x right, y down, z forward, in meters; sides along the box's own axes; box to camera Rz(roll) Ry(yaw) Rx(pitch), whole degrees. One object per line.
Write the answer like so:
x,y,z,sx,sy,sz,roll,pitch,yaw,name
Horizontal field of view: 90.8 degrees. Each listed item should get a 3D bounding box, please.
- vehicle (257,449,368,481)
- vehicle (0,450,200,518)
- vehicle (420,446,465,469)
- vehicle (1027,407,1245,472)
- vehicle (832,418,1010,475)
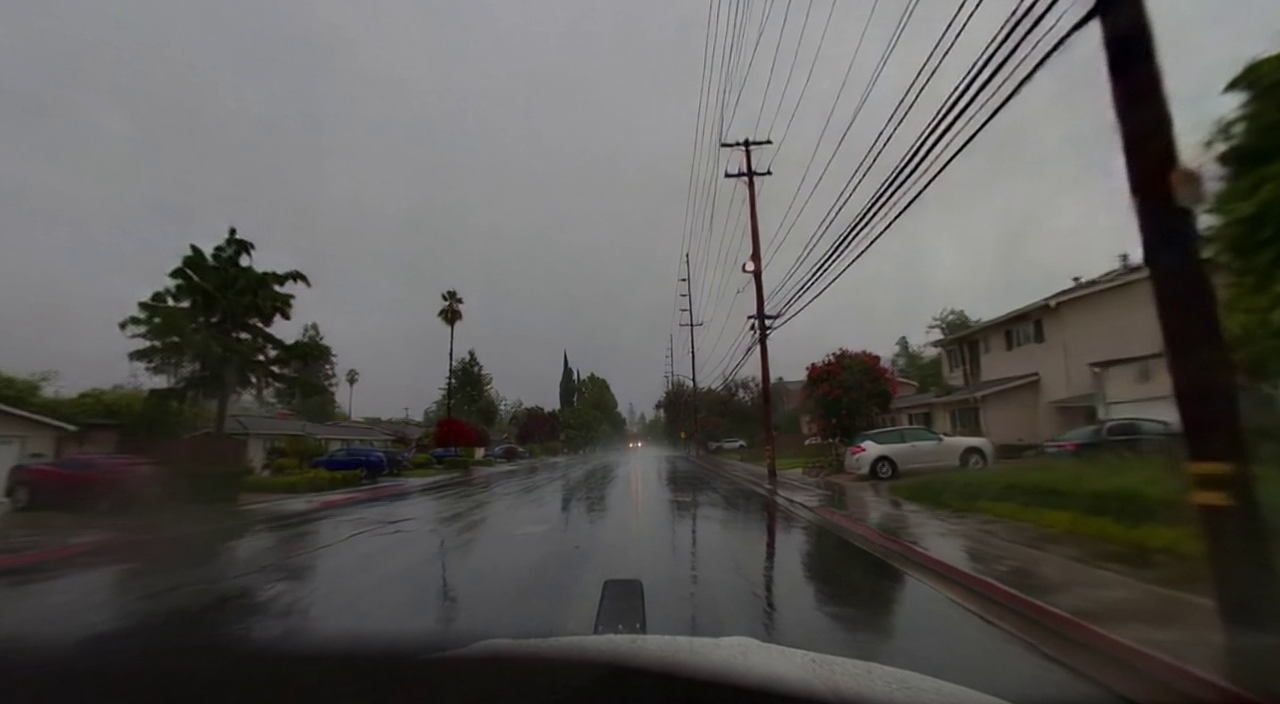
-16.460,5.685,31.923,4.519,1.508,2.018,0,-8,3,vehicle
-14.259,3.368,16.417,4.260,1.588,1.927,-1,-8,5,vehicle
-14.996,8.024,48.203,1.816,1.614,4.866,0,-8,1,vehicle
13.000,2.332,16.795,4.122,1.610,1.888,0,-8,2,vehicle
9.299,3.152,21.225,4.952,1.775,2.089,0,-8,-1,vehicle
